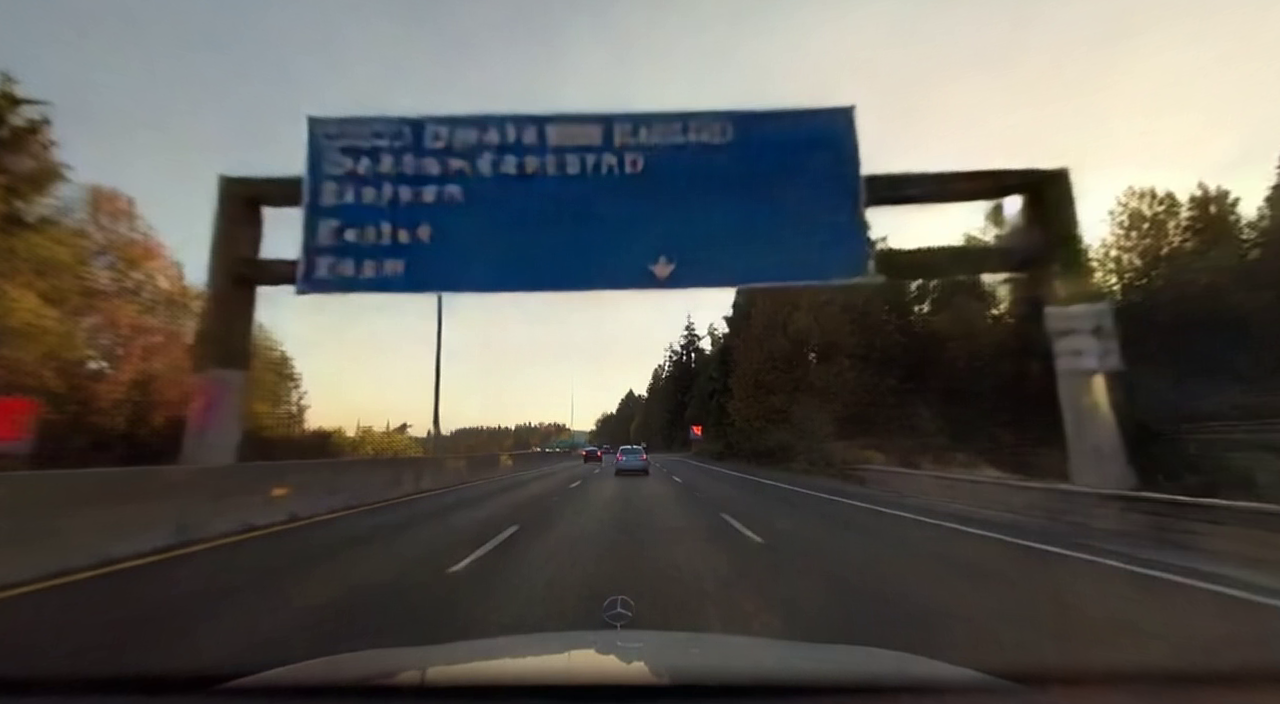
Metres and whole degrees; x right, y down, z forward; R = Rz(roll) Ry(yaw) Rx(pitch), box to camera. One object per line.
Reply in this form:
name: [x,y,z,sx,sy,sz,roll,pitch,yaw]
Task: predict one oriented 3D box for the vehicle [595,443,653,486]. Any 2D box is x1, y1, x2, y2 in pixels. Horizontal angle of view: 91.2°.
vehicle: [-0.579,4.277,24.129,2.066,1.490,3.759,-1,-9,0]
